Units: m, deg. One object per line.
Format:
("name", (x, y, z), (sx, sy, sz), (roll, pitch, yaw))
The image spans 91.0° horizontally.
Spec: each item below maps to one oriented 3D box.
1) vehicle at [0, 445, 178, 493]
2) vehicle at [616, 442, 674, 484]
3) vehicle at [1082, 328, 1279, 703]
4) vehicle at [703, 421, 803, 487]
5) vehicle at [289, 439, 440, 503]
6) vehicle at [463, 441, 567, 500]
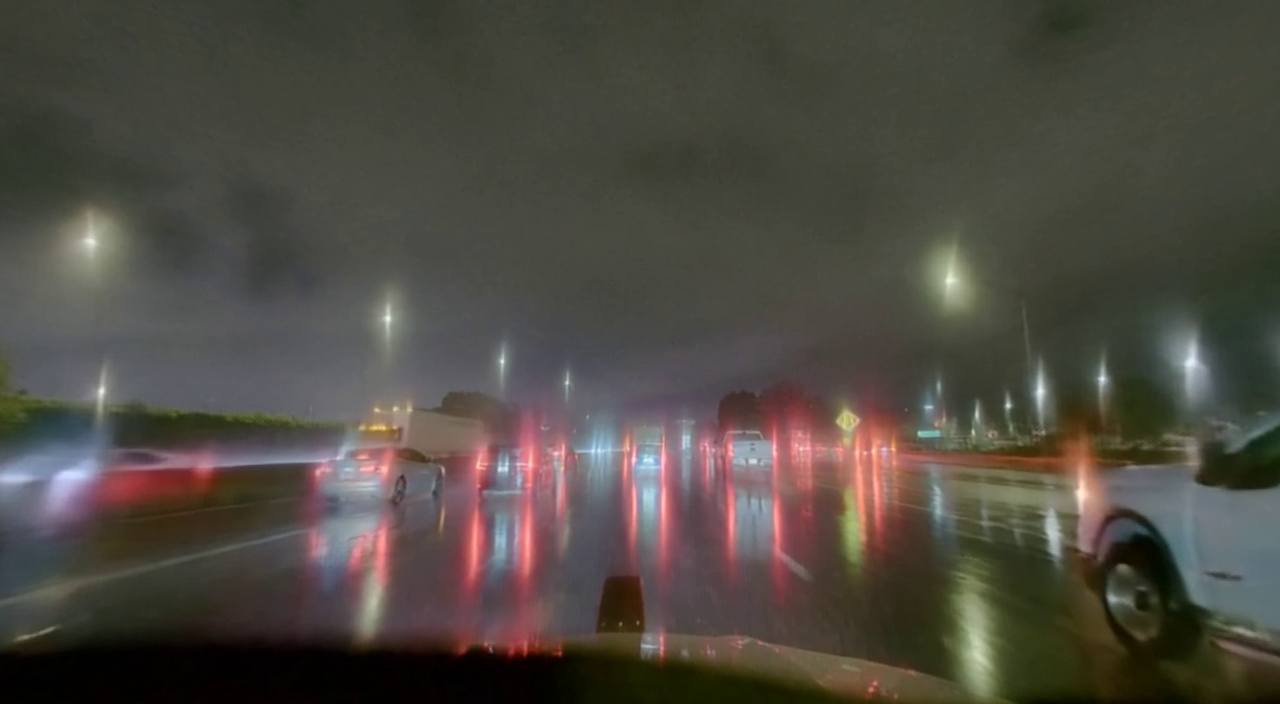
("vehicle", (-19.350, 4.099, 22.474), (1.967, 1.527, 4.747), (0, -9, 2))
("vehicle", (0.231, 4.277, 24.600), (2.071, 1.478, 4.130), (0, -9, 1))
("vehicle", (3.653, 0.628, 1.533), (2.045, 1.768, 4.249), (0, -9, 1))
("vehicle", (4.101, 3.920, 24.378), (2.802, 2.151, 6.579), (0, -9, 2))
("vehicle", (-7.407, 3.244, 17.565), (2.065, 1.519, 4.491), (0, -9, 2))
("vehicle", (-3.473, 3.377, 18.392), (1.996, 1.488, 4.451), (0, -9, 2))
